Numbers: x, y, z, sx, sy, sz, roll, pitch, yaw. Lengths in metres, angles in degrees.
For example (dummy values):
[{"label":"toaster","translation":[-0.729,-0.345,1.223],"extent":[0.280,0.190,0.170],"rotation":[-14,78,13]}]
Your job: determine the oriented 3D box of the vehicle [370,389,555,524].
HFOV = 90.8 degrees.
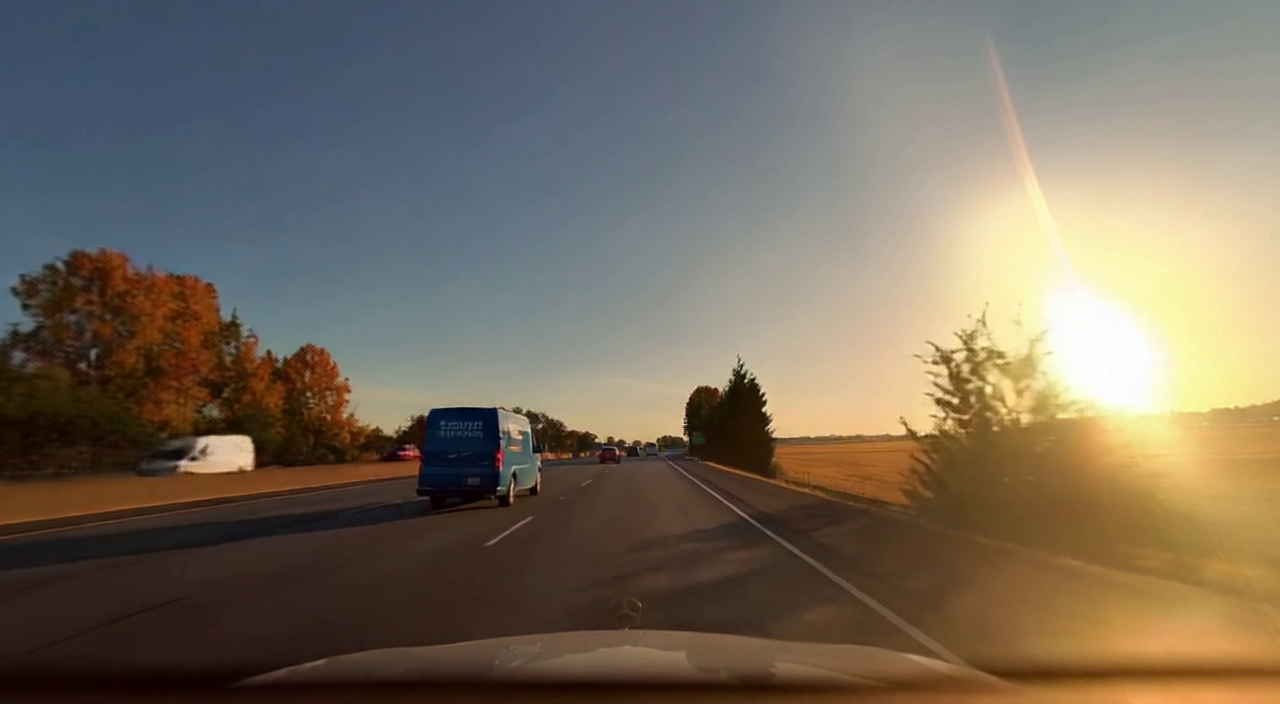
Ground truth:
[{"label":"vehicle","translation":[-3.484,2.226,13.780],"extent":[2.360,2.367,5.223],"rotation":[0,-9,2]}]
